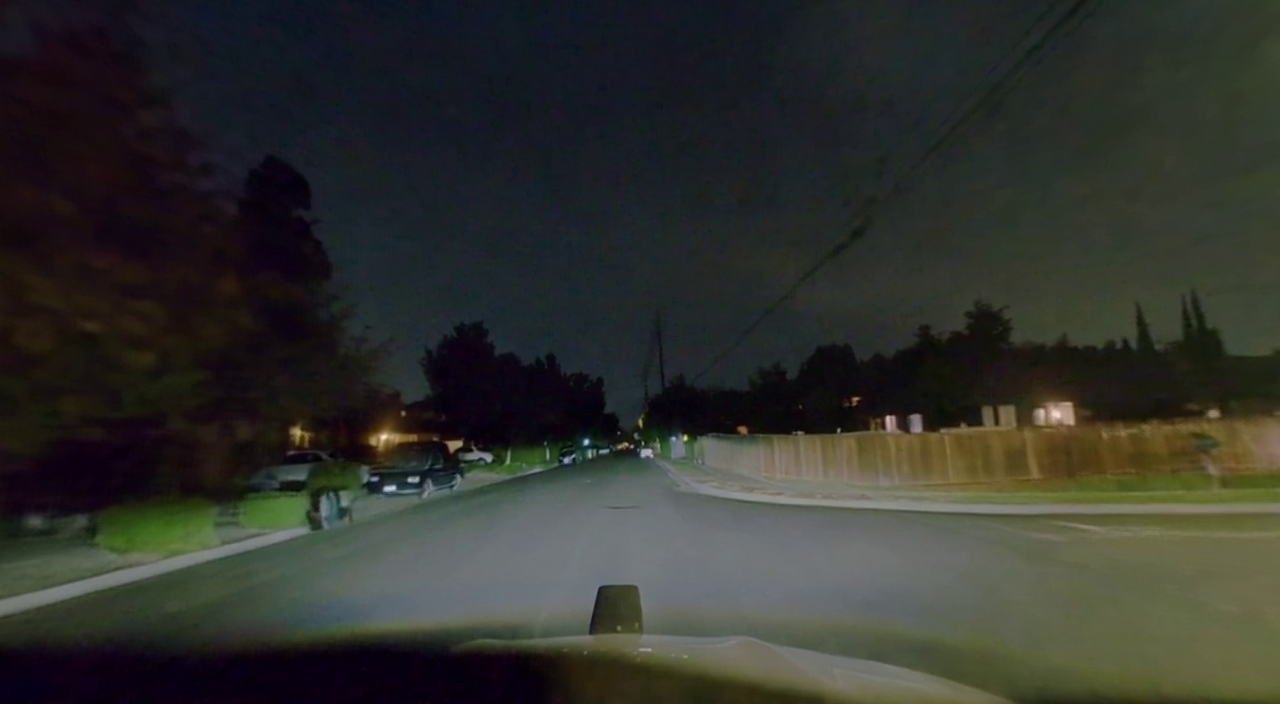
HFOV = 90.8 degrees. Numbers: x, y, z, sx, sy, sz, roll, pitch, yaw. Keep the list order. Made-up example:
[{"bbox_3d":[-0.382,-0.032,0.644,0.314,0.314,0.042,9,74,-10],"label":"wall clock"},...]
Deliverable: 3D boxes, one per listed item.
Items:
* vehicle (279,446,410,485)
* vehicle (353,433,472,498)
[{"bbox_3d":[-12.420,4.773,26.755,4.538,1.578,2.000,0,-9,1],"label":"vehicle"},{"bbox_3d":[-7.419,3.784,21.205,2.091,1.912,4.598,0,-10,2],"label":"vehicle"}]
